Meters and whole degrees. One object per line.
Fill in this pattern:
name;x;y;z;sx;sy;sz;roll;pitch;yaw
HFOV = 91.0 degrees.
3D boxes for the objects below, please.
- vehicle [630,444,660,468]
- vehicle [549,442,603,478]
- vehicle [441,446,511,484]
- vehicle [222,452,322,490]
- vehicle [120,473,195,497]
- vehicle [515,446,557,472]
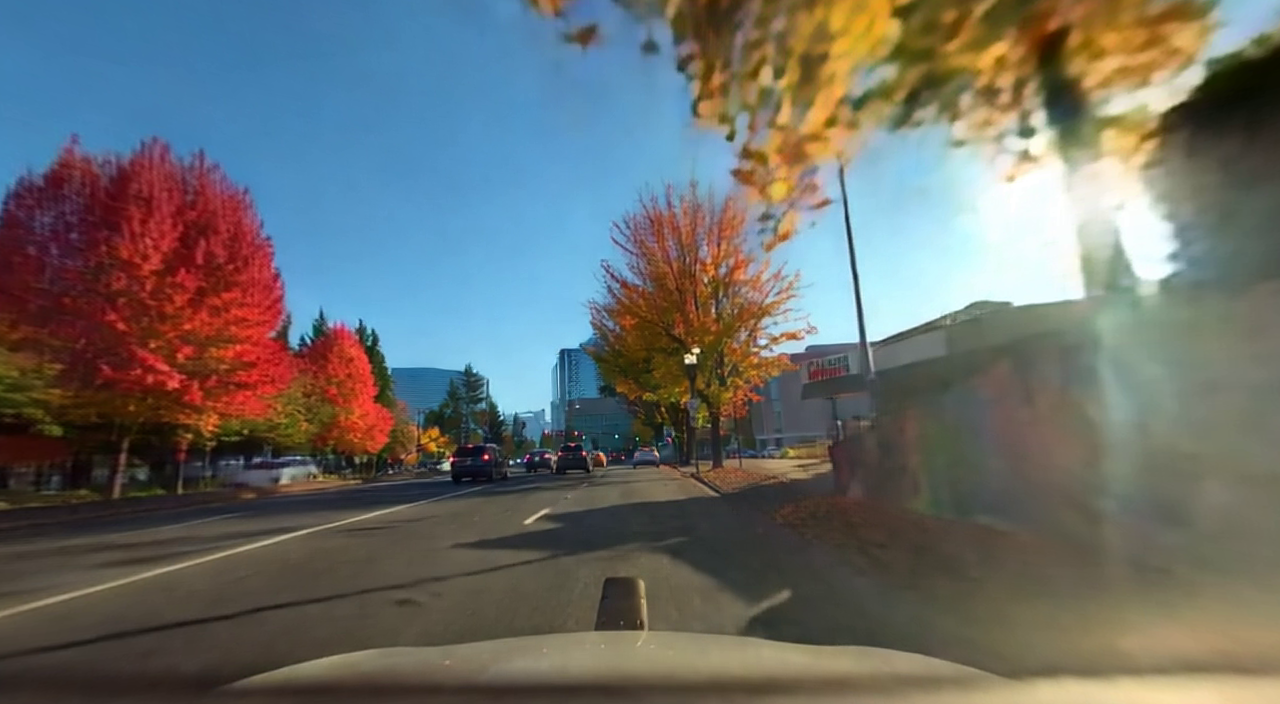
vehicle;0.324;7.639;46.394;2.144;1.704;4.028;1;-9;-1
vehicle;-3.124;5.406;31.844;2.165;1.663;4.513;0;-9;1
vehicle;-7.430;5.135;28.988;1.932;1.596;4.247;0;-9;1
vehicle;-21.543;6.953;37.240;2.288;2.026;5.649;0;-9;3
vehicle;-38.116;10.512;49.858;4.524;1.680;1.965;7;-11;-36
vehicle;-7.338;7.591;44.740;2.069;1.719;4.441;0;-9;2
